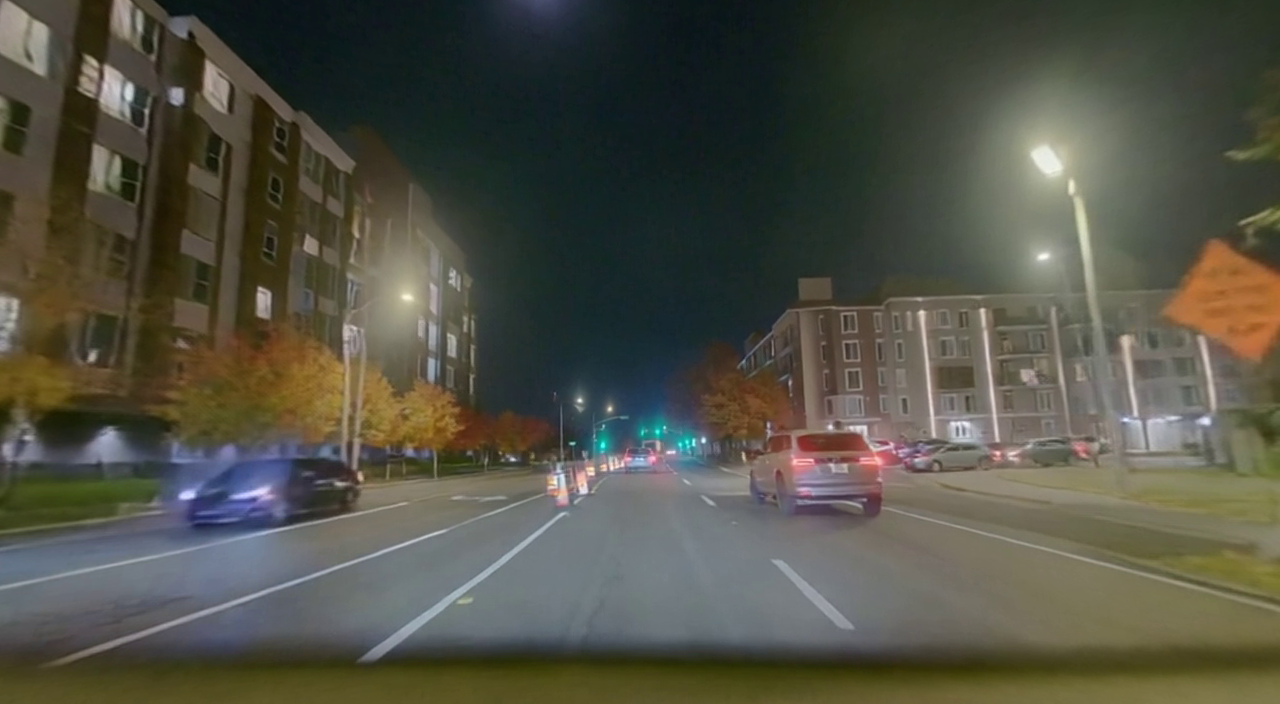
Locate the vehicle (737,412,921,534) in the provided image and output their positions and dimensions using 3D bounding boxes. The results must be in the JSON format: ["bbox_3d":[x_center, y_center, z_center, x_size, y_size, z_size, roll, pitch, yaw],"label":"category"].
[{"bbox_3d":[3.291,2.245,12.354,2.120,1.828,5.531,0,-8,3],"label":"vehicle"}]

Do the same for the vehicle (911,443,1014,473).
[{"bbox_3d":[16.960,5.567,33.047,4.568,1.478,1.900,2,-9,-13],"label":"vehicle"}]

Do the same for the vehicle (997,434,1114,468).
[{"bbox_3d":[22.047,5.266,33.458,4.629,1.756,2.124,0,-8,0],"label":"vehicle"}]

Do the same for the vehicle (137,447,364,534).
[{"bbox_3d":[-7.843,2.774,13.244,1.891,1.496,4.144,-1,-8,4],"label":"vehicle"}]

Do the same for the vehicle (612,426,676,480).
[{"bbox_3d":[0.253,4.889,30.593,2.762,2.309,6.723,0,-8,1],"label":"vehicle"}]
